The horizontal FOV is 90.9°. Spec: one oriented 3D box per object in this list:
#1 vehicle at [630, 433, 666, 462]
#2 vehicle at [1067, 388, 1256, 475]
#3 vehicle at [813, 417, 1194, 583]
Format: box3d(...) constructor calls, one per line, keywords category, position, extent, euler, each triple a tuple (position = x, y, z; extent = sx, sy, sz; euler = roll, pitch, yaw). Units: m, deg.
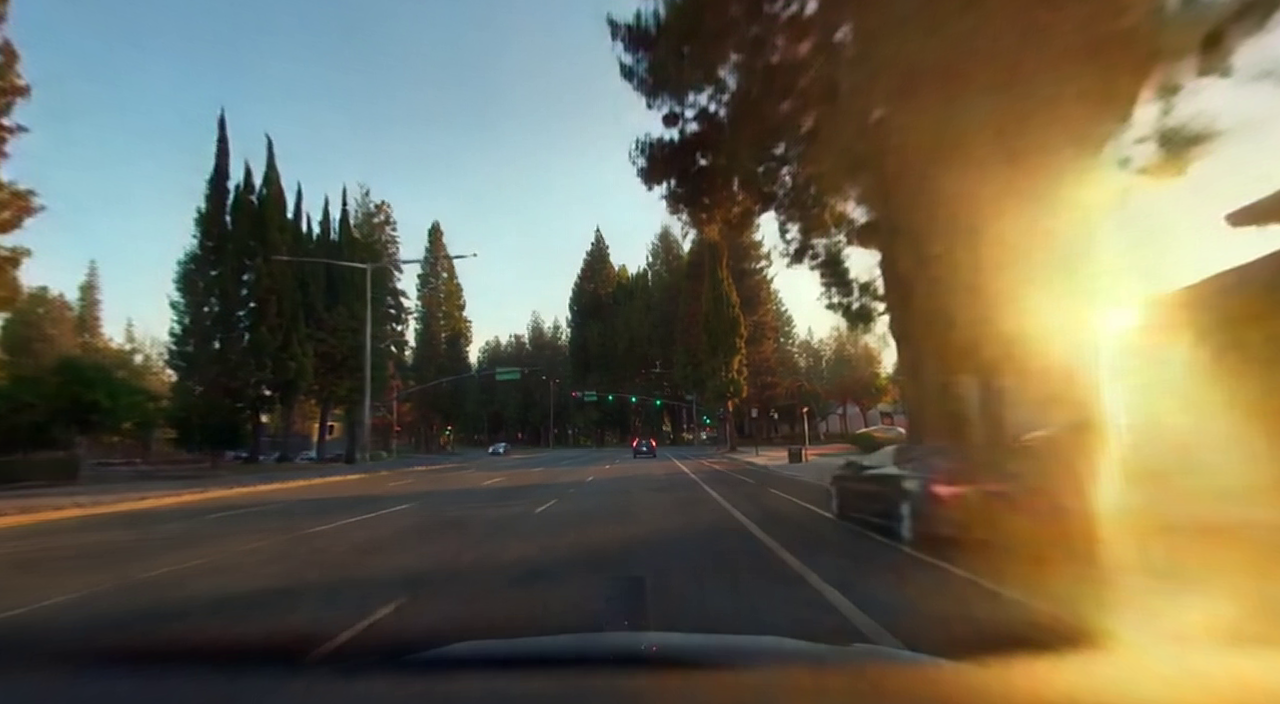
box3d(category="vehicle", position=(0.494, 6.050, 40.113), extent=(2.169, 1.751, 4.276), euler=(0, -8, 0))
box3d(category="vehicle", position=(14.945, 2.337, 18.389), extent=(2.197, 2.274, 3.589), euler=(1, -8, -4))
box3d(category="vehicle", position=(3.999, 1.701, 8.126), extent=(2.269, 1.520, 4.410), euler=(0, -8, 0))
